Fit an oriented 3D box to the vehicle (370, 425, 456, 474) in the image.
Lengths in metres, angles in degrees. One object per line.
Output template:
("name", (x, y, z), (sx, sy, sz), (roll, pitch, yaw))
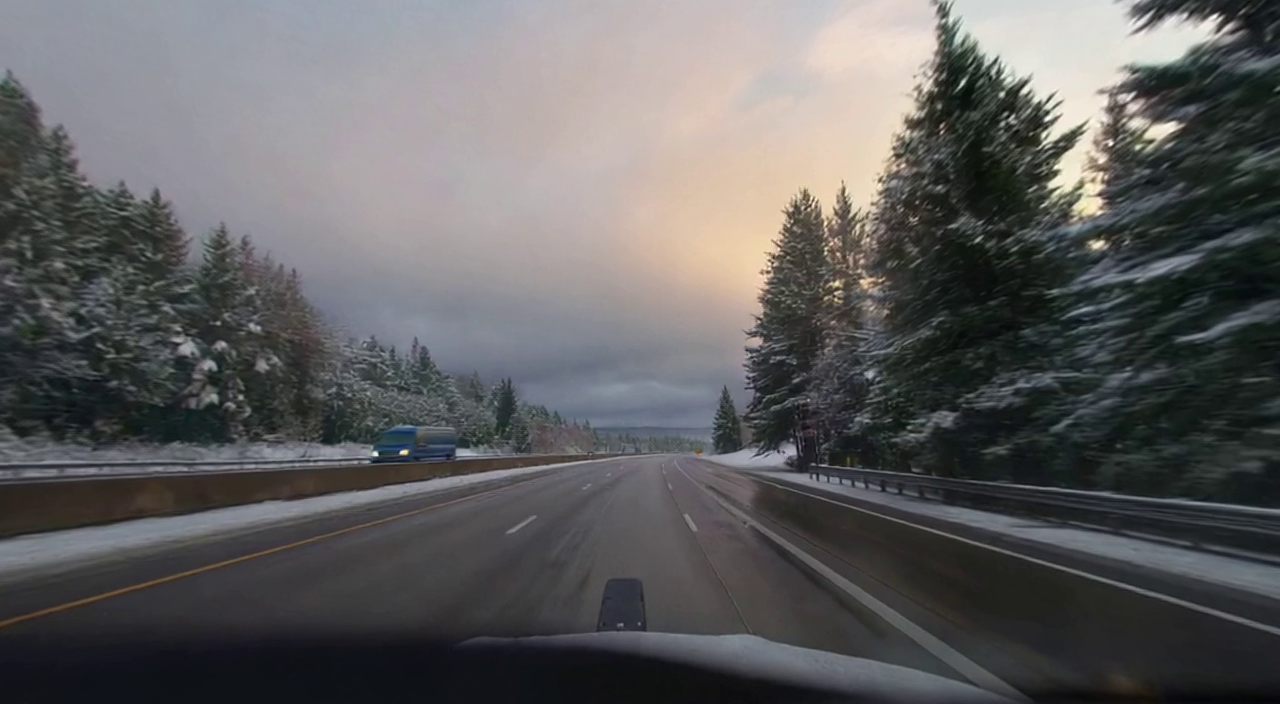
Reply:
("vehicle", (-12.149, 5.295, 34.283), (2.429, 2.449, 5.734), (0, -9, 1))
